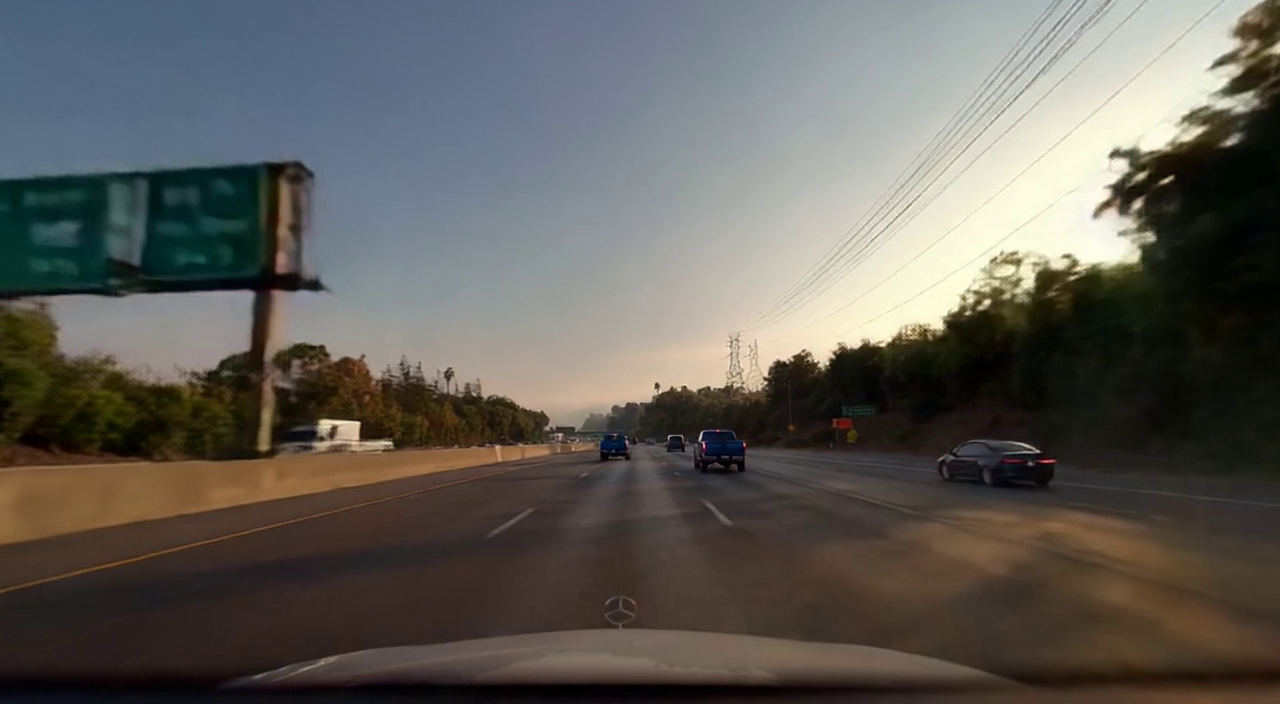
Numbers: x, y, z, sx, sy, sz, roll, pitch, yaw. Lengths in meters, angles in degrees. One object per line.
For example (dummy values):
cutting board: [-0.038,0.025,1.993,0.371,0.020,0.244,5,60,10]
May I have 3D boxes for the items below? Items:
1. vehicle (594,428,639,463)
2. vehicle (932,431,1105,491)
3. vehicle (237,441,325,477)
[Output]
vehicle: [-1.389,5.881,39.692,2.508,2.023,6.176,0,-8,1]
vehicle: [10.609,3.069,18.173,2.076,1.470,4.644,0,-8,-1]
vehicle: [-17.789,5.289,31.482,1.846,1.611,4.293,0,-8,0]
